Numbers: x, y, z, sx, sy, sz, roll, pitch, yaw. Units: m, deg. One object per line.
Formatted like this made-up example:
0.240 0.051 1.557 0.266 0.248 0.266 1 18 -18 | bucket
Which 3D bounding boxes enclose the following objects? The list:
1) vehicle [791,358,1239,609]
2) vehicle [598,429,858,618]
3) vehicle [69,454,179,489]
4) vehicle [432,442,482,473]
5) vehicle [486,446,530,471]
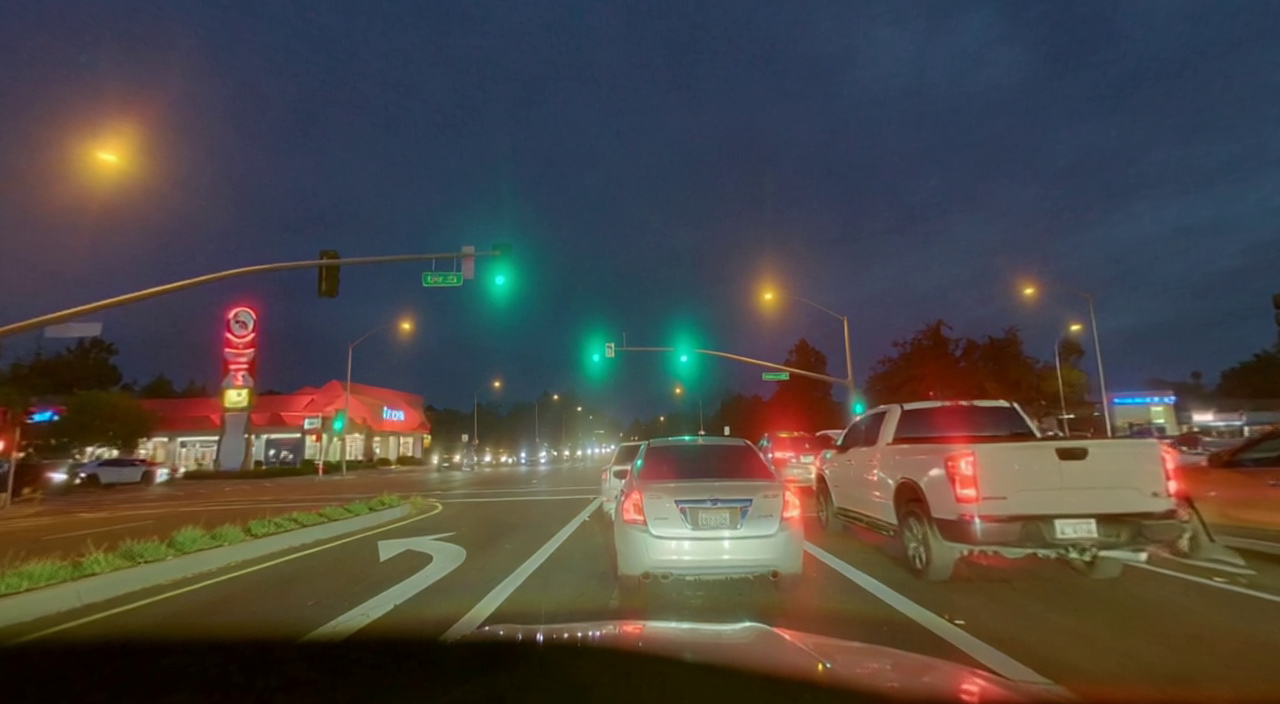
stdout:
3.815 1.491 8.070 2.358 2.116 5.328 0 -8 -1 | vehicle
0.604 1.612 6.874 2.038 1.447 3.756 0 -8 -3 | vehicle
-29.078 6.703 35.600 4.789 1.828 2.025 -2 -9 10 | vehicle
-11.879 6.846 41.227 1.991 1.844 4.393 0 -8 0 | vehicle
-8.408 6.815 40.477 2.002 1.469 4.301 0 -8 -1 | vehicle
